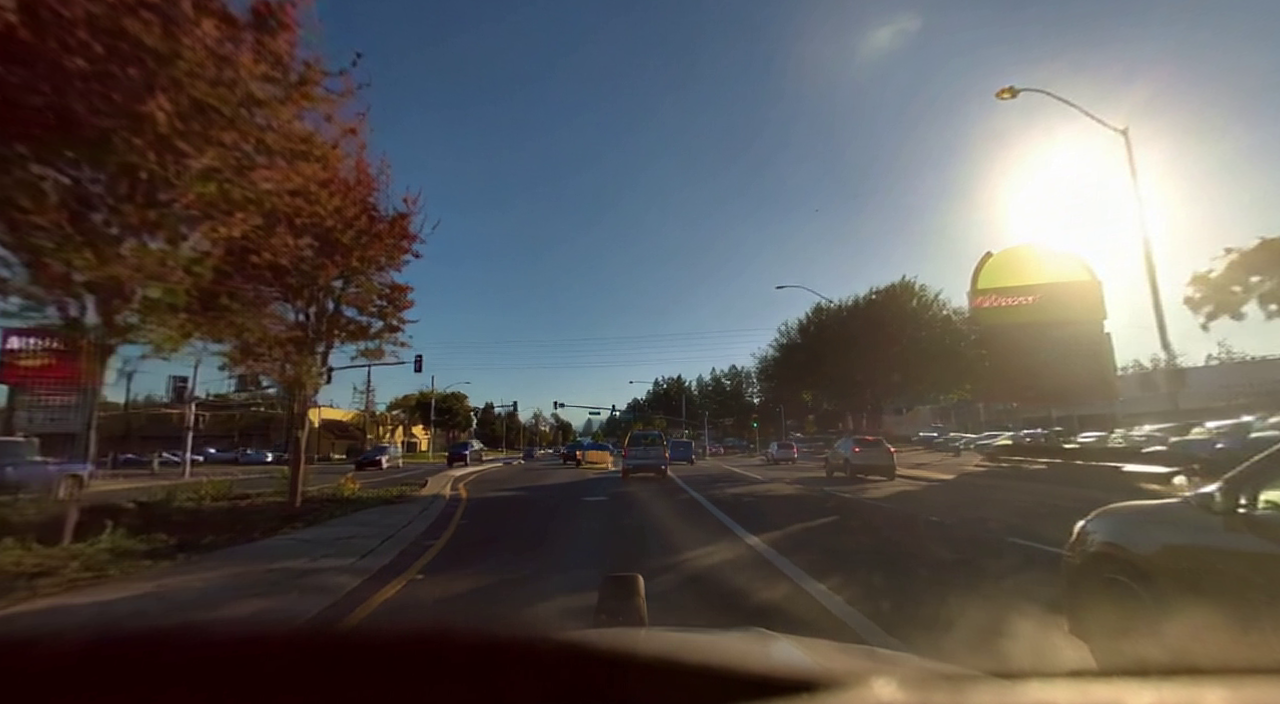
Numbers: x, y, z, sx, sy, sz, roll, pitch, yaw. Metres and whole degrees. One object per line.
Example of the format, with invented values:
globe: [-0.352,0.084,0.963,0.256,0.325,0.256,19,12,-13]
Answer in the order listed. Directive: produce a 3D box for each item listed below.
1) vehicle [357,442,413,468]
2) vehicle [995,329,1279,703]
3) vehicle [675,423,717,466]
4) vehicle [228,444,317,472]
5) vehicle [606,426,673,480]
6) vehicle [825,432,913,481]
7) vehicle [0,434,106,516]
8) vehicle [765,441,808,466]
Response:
vehicle: [-18.625,7.538,46.356,2.050,1.797,4.945,0,-8,0]
vehicle: [3.402,0.716,1.894,2.076,1.716,4.416,0,-8,0]
vehicle: [3.578,5.948,40.997,2.239,2.586,4.586,1,-8,-1]
vehicle: [-27.404,7.903,47.231,5.258,1.970,2.363,-1,-8,4]
vehicle: [-0.076,3.959,24.952,2.402,1.938,4.535,0,-8,-1]
vehicle: [9.045,4.167,25.398,1.977,1.786,4.344,0,-8,1]
vehicle: [-14.337,2.655,13.507,2.136,1.676,4.371,-1,-10,-3]
vehicle: [9.517,6.621,41.275,1.879,1.517,4.006,0,-8,0]
